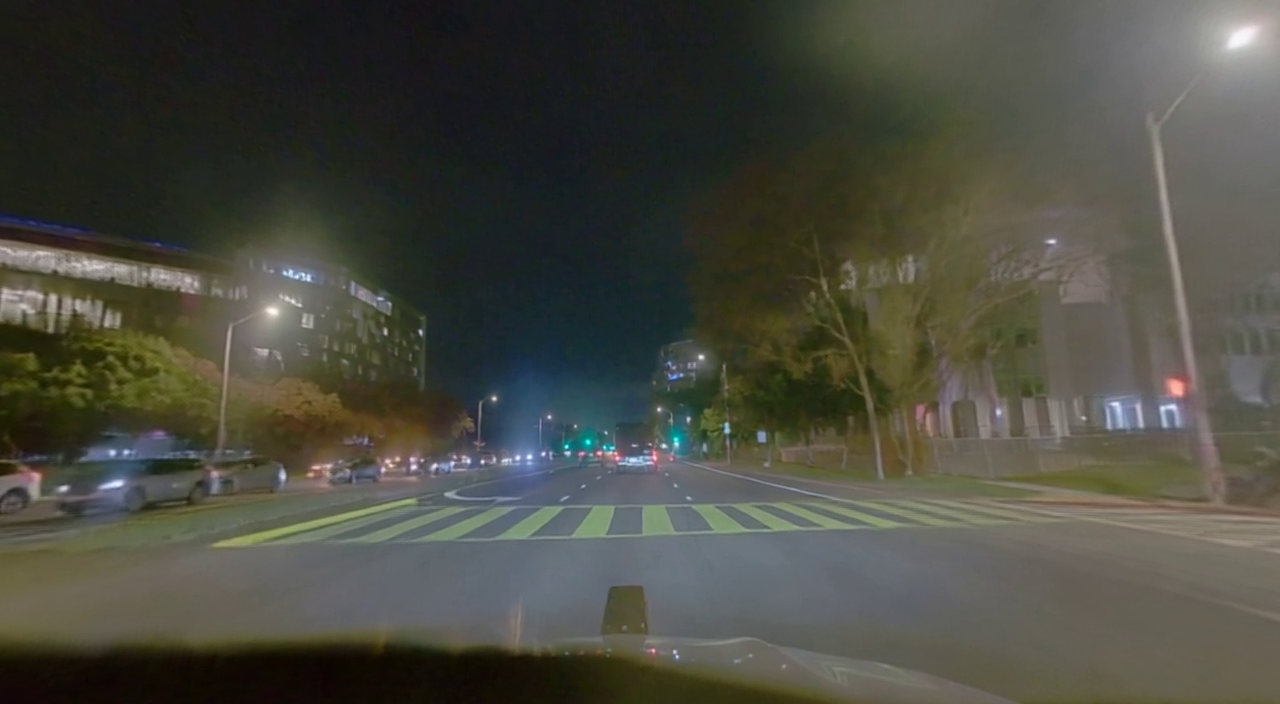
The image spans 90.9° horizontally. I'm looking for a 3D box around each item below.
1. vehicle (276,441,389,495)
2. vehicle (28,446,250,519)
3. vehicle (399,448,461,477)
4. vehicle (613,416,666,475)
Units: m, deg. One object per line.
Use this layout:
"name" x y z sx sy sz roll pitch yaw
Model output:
"vehicle" -12.475 4.674 25.982 2.068 1.747 5.040 -4 -7 1
"vehicle" -12.990 3.349 16.880 1.960 1.627 4.784 0 -8 1
"vehicle" -11.979 6.303 36.246 1.935 1.467 4.451 -1 -8 2
"vehicle" -0.167 5.775 39.112 2.843 3.120 10.422 0 -8 -2
